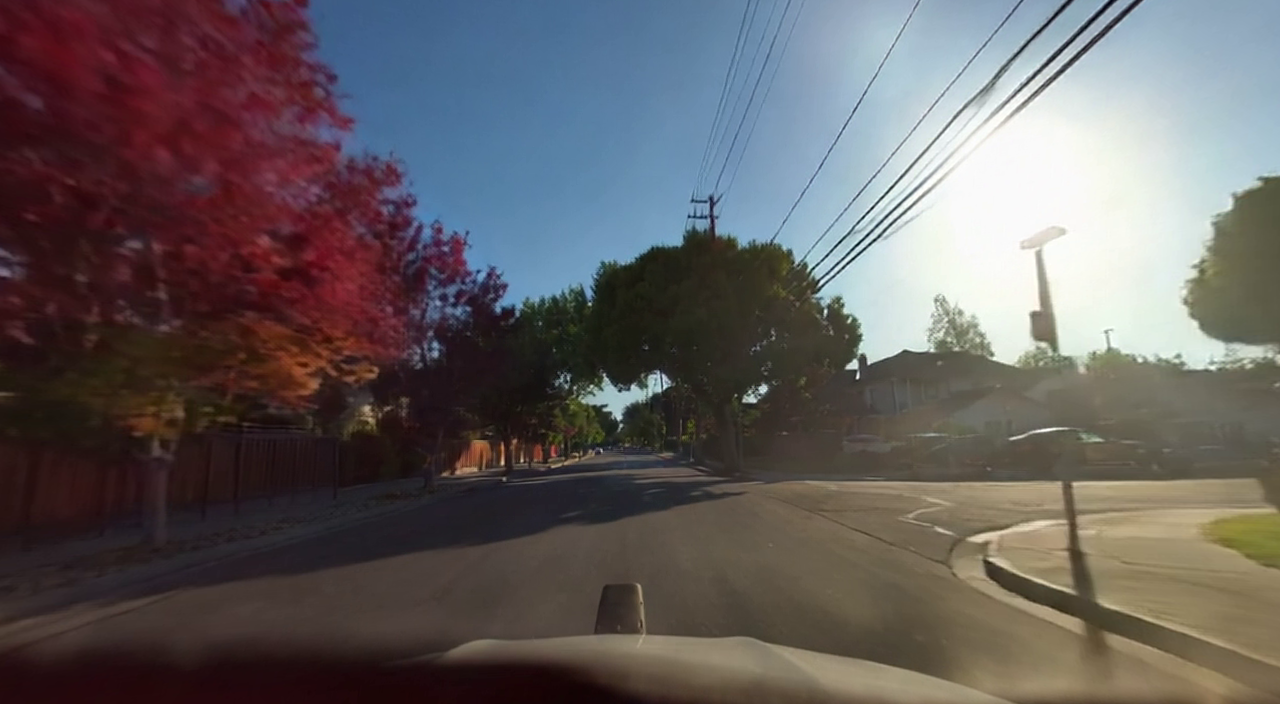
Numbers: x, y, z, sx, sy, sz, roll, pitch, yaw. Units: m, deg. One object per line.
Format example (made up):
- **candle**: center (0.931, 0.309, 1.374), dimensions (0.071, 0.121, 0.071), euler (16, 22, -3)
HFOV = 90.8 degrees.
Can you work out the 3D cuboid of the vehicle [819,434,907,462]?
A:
- **vehicle**: center (12.374, 5.358, 35.351), dimensions (4.286, 1.525, 2.219), euler (-1, -9, 10)
